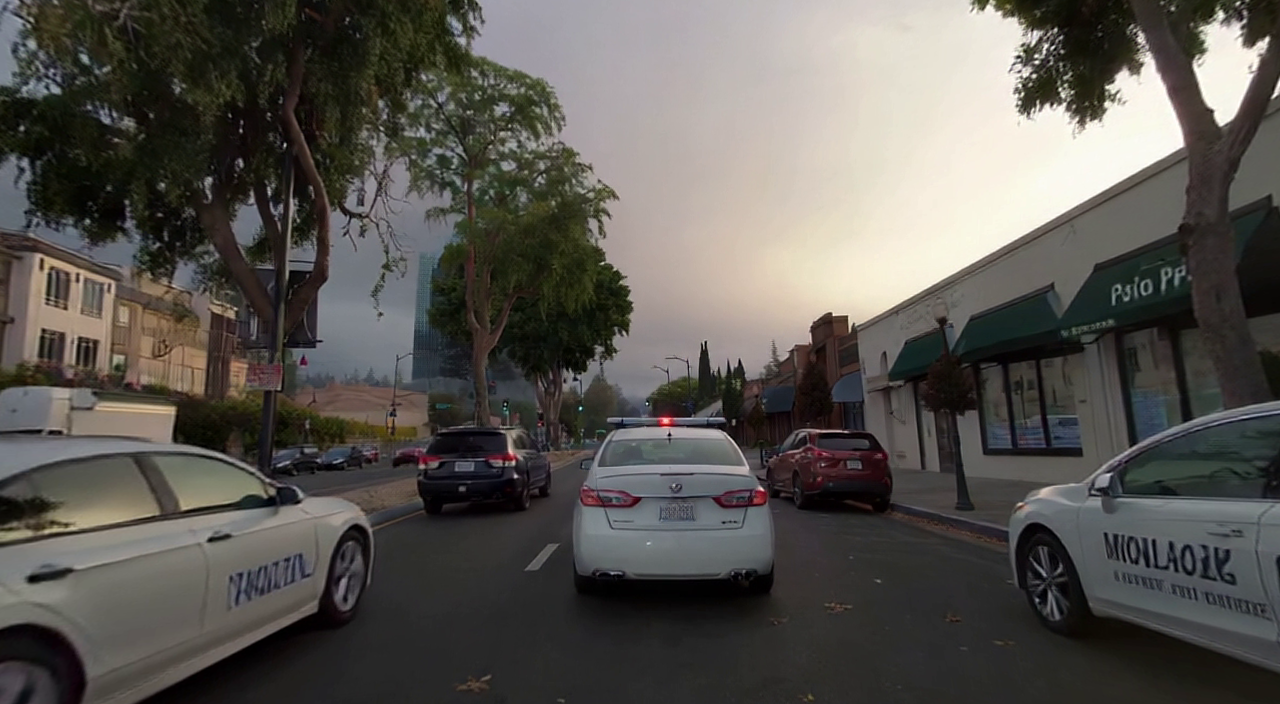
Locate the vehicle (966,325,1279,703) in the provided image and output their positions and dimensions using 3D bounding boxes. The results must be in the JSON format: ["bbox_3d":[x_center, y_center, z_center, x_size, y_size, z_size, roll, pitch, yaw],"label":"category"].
[{"bbox_3d":[4.007,0.895,3.219,1.987,1.877,5.330,2,-8,2],"label":"vehicle"}]

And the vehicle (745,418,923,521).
[{"bbox_3d":[4.056,2.577,14.503,2.038,1.865,5.786,0,-8,-2],"label":"vehicle"}]

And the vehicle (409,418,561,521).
[{"bbox_3d":[-3.040,2.425,13.497,2.135,1.806,4.514,0,-8,-1],"label":"vehicle"}]

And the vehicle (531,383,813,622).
[{"bbox_3d":[0.222,1.410,6.758,2.075,1.770,4.018,0,-8,-1],"label":"vehicle"}]

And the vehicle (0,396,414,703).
[{"bbox_3d":[-2.952,1.096,3.412,1.908,1.474,4.257,0,-8,-1],"label":"vehicle"}]
